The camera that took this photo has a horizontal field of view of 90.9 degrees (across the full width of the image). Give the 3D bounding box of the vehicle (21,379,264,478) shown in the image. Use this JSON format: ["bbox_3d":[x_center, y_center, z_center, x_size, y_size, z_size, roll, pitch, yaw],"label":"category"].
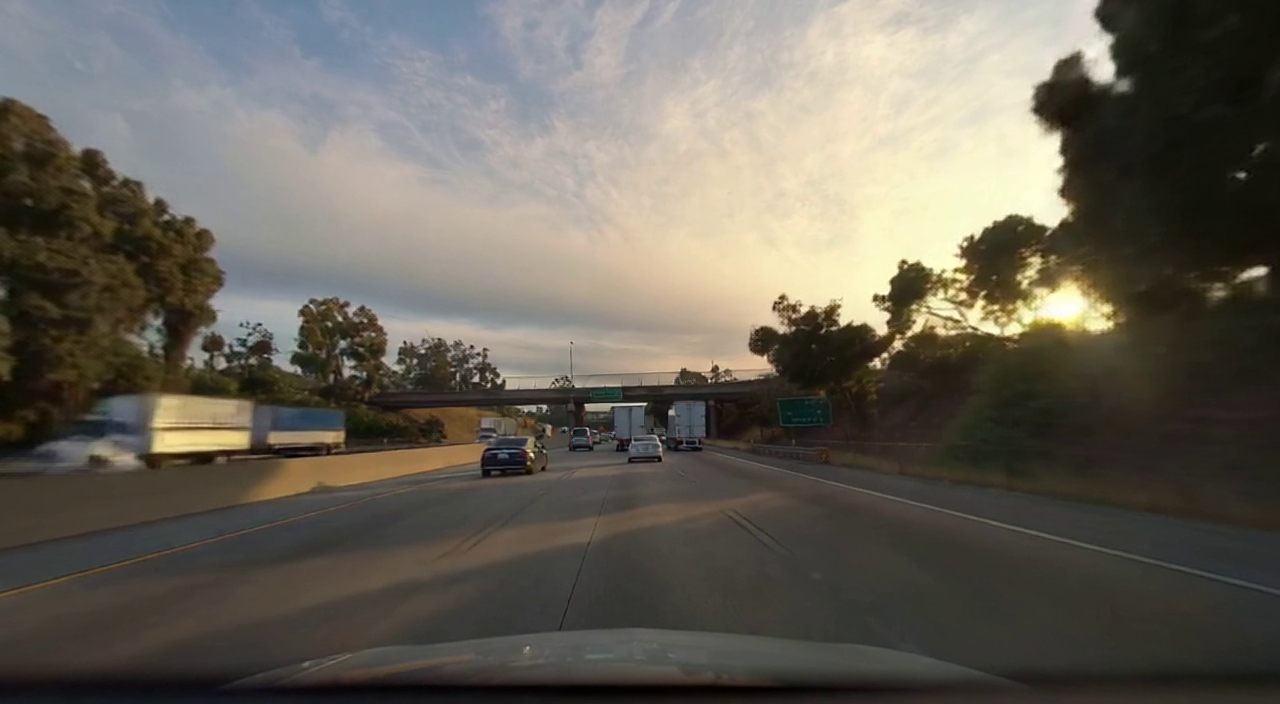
[{"bbox_3d":[-21.224,3.478,28.139,3.038,3.631,9.794,0,-8,-2],"label":"vehicle"}]

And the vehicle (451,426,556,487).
[{"bbox_3d":[-3.724,2.935,18.142,1.979,1.527,4.754,0,-8,0],"label":"vehicle"}]

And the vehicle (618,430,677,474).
[{"bbox_3d":[0.213,3.717,23.735,2.059,1.522,3.693,0,-8,-1],"label":"vehicle"}]

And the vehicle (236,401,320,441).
[{"bbox_3d":[-21.433,4.131,37.603,2.198,2.105,4.804,-2,-7,0],"label":"vehicle"}]
